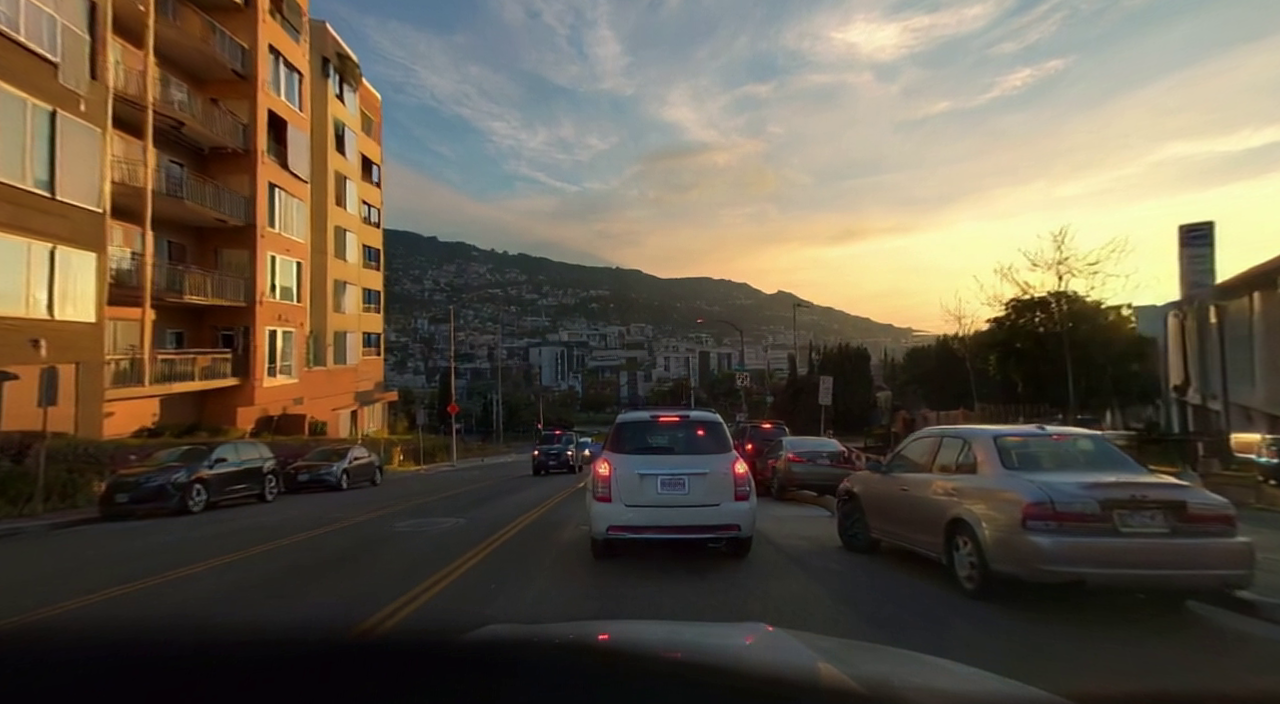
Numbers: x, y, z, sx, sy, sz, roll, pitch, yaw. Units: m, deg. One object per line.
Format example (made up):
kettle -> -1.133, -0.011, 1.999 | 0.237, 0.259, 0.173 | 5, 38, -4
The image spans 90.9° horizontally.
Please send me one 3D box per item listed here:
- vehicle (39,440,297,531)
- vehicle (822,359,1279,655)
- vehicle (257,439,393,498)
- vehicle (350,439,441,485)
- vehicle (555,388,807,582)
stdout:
vehicle -> -9.440, 2.655, 13.209 | 2.002, 1.546, 4.339 | 0, -8, 1
vehicle -> 3.585, 1.284, 6.264 | 2.158, 1.828, 4.573 | 0, -8, 0
vehicle -> -9.377, 3.471, 19.230 | 1.955, 1.555, 4.424 | 0, -8, -2
vehicle -> -9.225, 4.156, 24.201 | 1.900, 1.577, 4.172 | 0, -8, -2
vehicle -> 0.387, 1.501, 7.803 | 2.261, 1.740, 4.065 | 0, -8, 1
